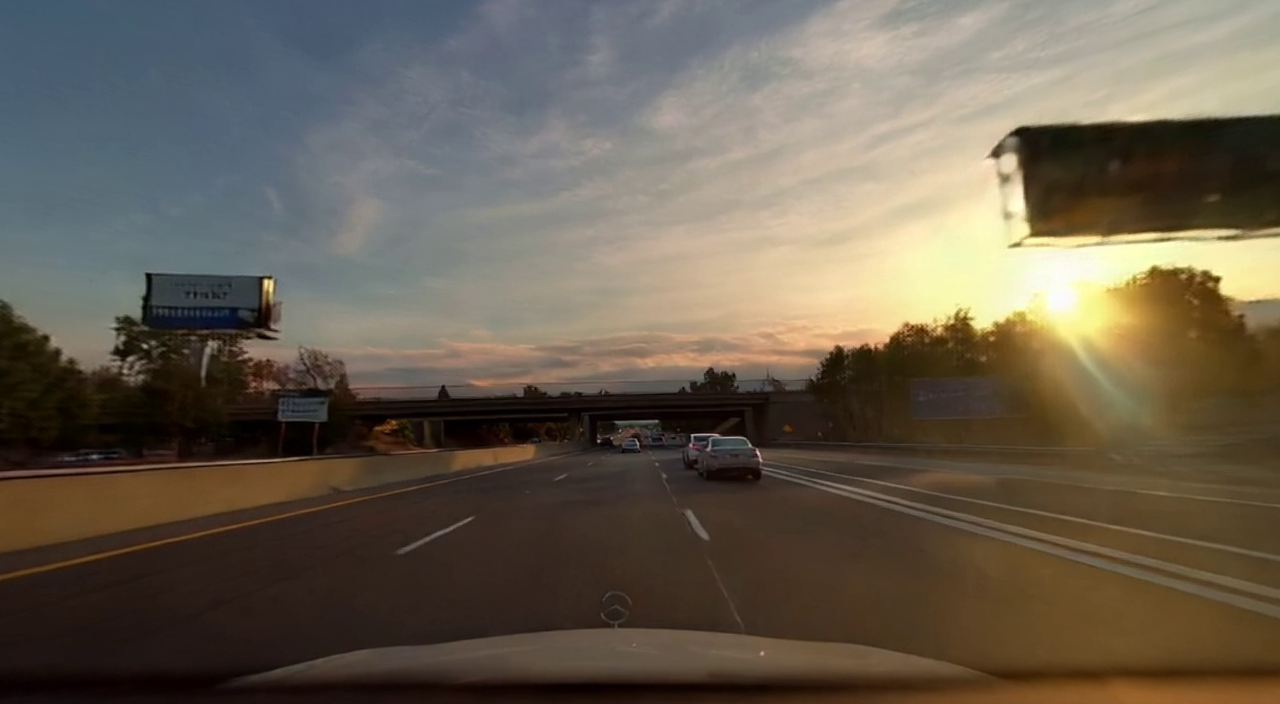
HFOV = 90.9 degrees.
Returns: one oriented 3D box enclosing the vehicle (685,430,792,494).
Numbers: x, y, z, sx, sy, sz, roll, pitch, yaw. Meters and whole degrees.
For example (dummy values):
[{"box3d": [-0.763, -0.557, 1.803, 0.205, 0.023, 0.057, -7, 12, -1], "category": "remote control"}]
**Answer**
[{"box3d": [2.730, 3.205, 18.863, 2.240, 1.646, 4.949, 0, -8, -2], "category": "vehicle"}]
